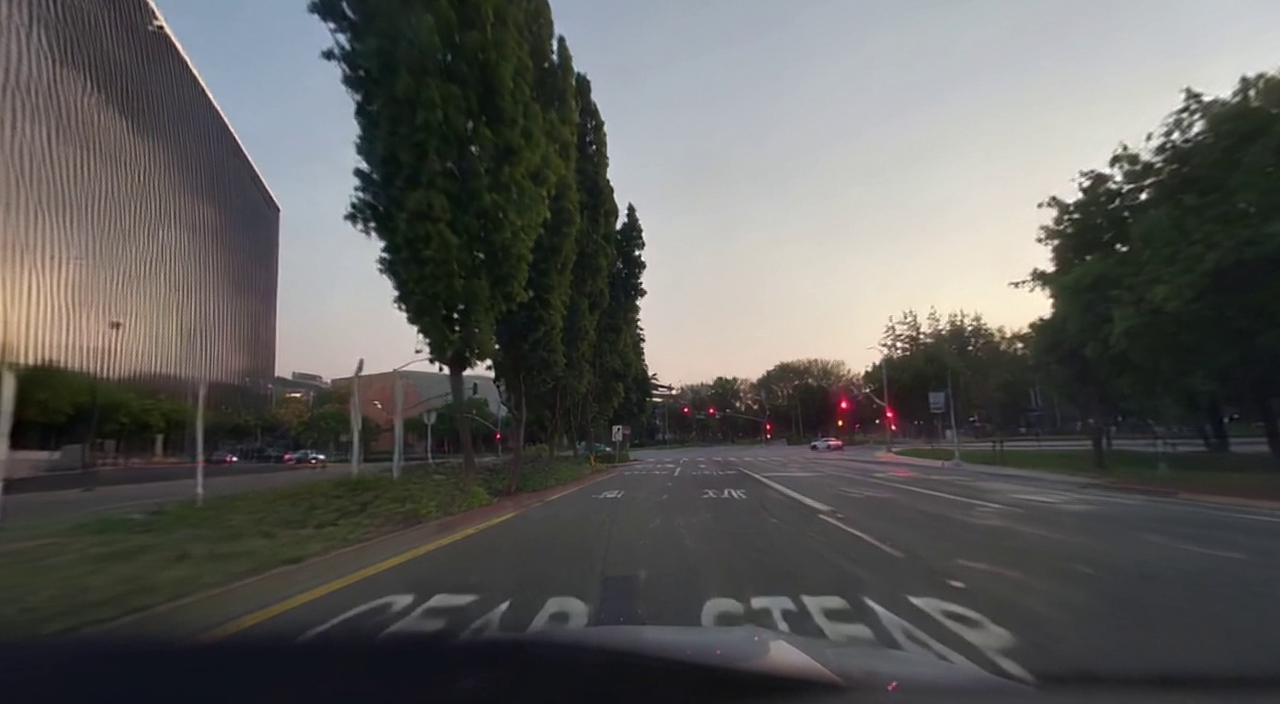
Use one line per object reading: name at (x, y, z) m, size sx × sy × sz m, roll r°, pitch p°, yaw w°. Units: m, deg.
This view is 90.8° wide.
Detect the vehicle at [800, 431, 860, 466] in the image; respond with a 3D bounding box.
vehicle at (10.805, 5.537, 36.326) m, size 2.156 × 1.881 × 4.743 m, roll 0°, pitch -9°, yaw 3°
